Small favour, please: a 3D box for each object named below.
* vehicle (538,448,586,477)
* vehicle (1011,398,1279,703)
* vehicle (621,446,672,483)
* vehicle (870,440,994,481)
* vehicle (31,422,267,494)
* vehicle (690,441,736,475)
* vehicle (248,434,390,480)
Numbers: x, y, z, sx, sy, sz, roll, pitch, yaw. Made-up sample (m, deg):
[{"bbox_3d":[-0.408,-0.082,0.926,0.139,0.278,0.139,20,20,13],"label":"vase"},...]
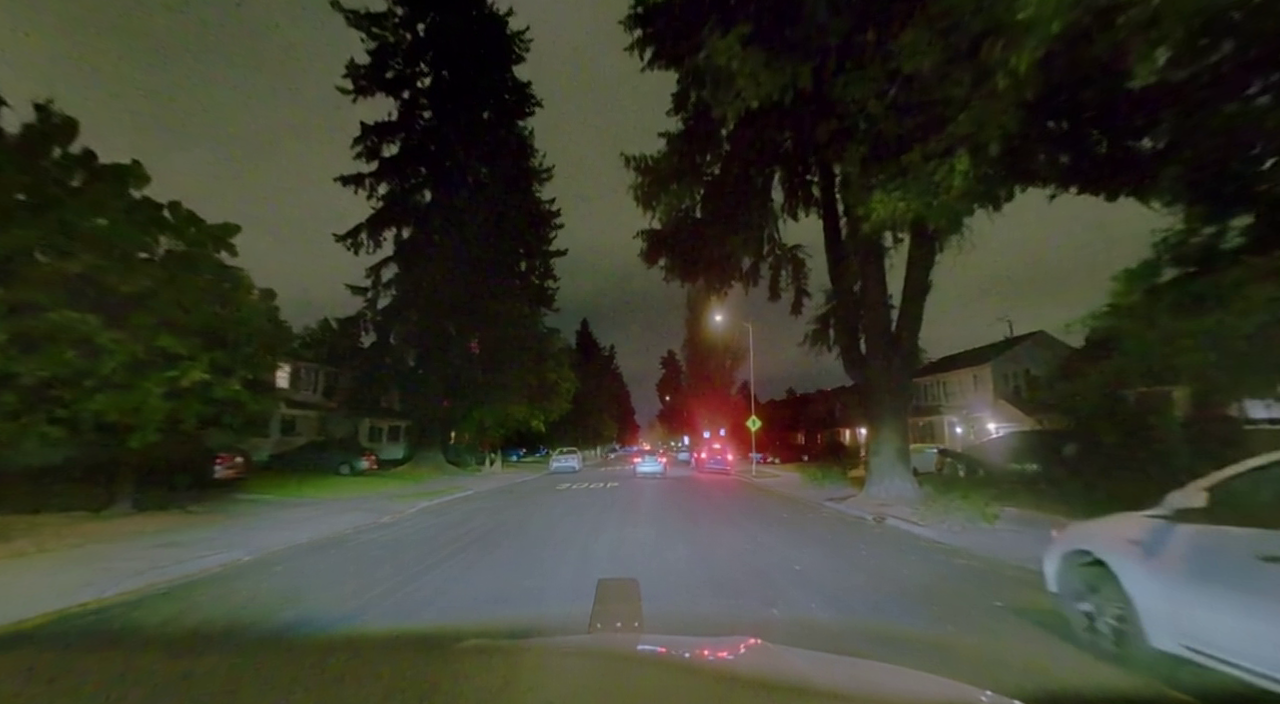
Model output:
[{"bbox_3d":[-4.536,6.504,37.514,1.984,1.498,4.508,-3,-8,3],"label":"vehicle"},{"bbox_3d":[3.954,1.003,2.530,2.048,1.671,4.649,0,-9,-1],"label":"vehicle"},{"bbox_3d":[0.308,4.802,27.204,2.000,1.449,4.006,0,-9,1],"label":"vehicle"},{"bbox_3d":[12.109,4.521,26.363,4.157,1.520,1.938,-1,-9,-1],"label":"vehicle"},{"bbox_3d":[-12.672,2.756,16.557,4.510,1.728,1.997,0,-9,2],"label":"vehicle"},{"bbox_3d":[4.414,6.523,39.161,2.221,1.960,4.927,0,-9,-1],"label":"vehicle"},{"bbox_3d":[-12.582,4.125,24.970,4.551,1.700,1.920,0,-9,3],"label":"vehicle"}]
